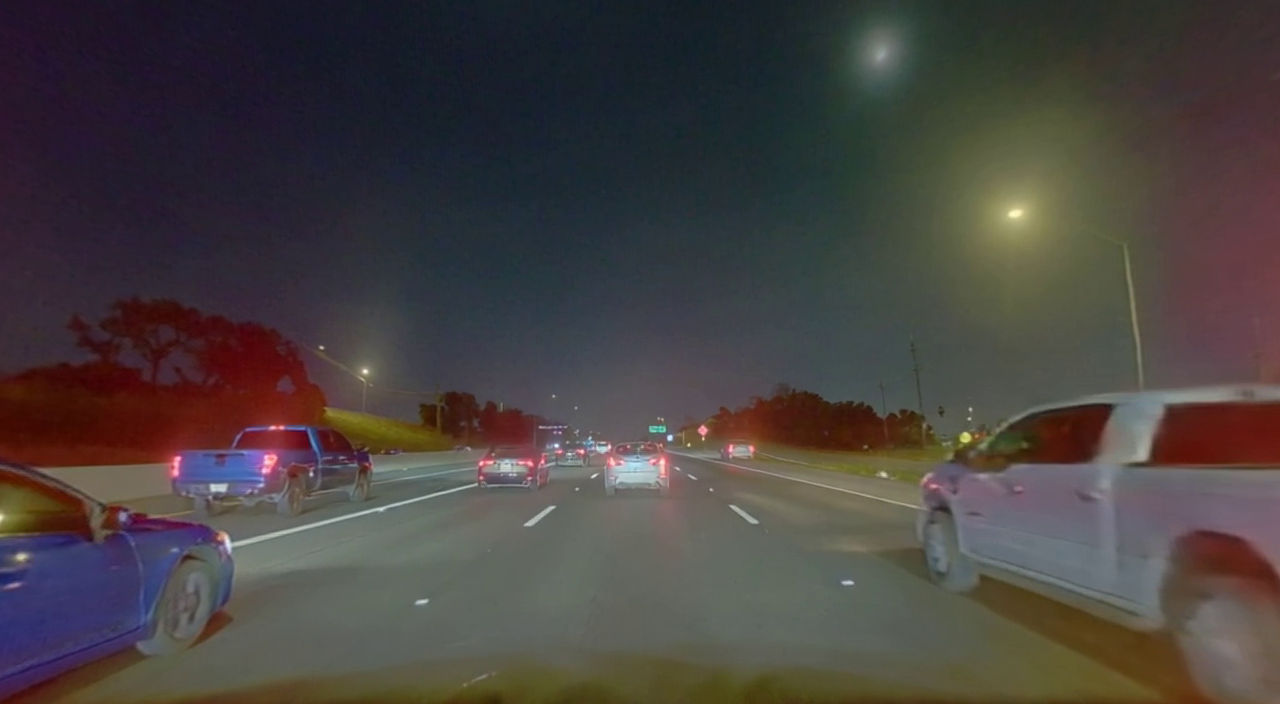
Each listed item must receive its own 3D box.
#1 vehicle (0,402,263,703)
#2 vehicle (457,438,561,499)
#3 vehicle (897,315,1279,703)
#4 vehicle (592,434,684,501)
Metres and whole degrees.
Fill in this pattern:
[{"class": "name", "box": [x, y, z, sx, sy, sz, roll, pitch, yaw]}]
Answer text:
[{"class": "vehicle", "box": [-3.799, 0.903, 2.312, 1.955, 1.481, 4.604, 0, -8, 1]}, {"class": "vehicle", "box": [-3.422, 3.114, 17.338, 1.899, 1.437, 4.131, 0, -8, 1]}, {"class": "vehicle", "box": [3.697, 0.902, 3.646, 2.113, 1.800, 5.376, 0, -8, -1]}, {"class": "vehicle", "box": [-0.077, 2.978, 16.766, 2.102, 1.499, 4.439, 0, -8, -1]}]
